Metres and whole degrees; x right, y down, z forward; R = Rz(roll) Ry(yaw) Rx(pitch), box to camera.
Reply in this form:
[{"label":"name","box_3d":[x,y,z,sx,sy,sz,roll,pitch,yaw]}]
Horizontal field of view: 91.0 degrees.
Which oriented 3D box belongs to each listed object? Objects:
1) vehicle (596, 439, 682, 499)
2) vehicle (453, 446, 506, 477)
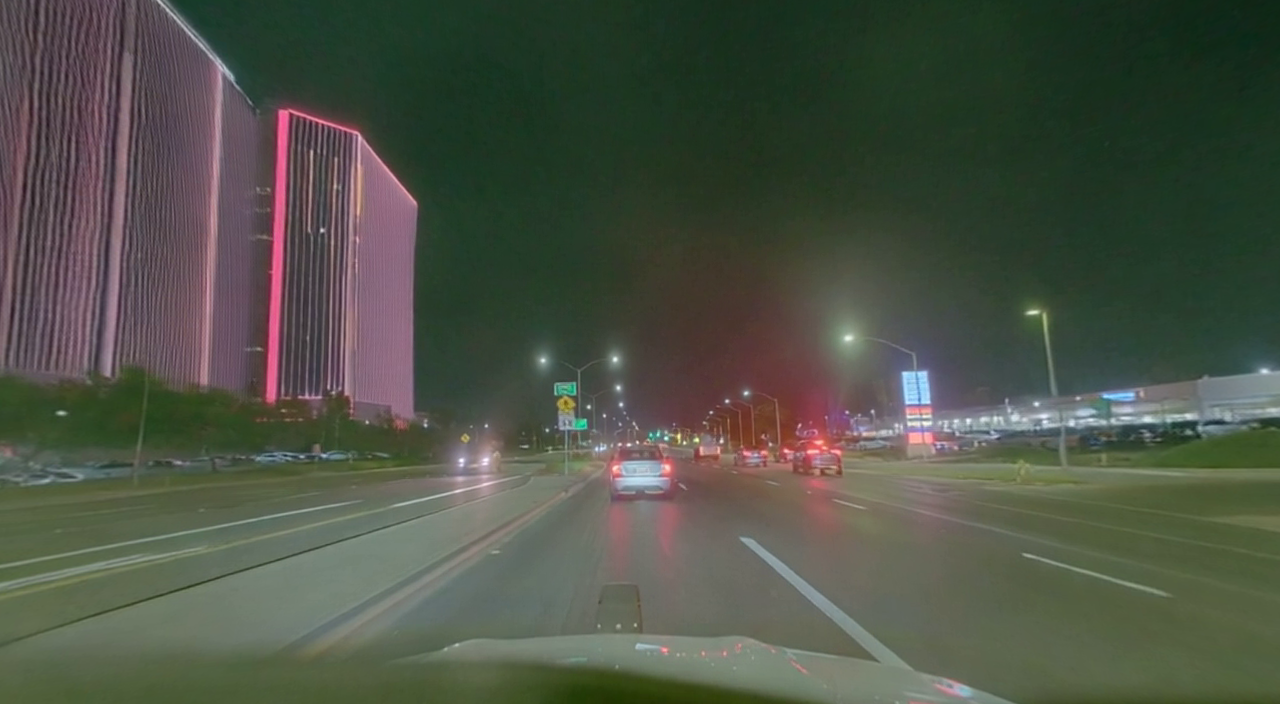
[{"label":"vehicle","box_3d":[-0.063,3.202,17.596,2.126,1.475,3.967,0,-8,-1]},{"label":"vehicle","box_3d":[-9.230,6.313,36.547,1.903,1.476,4.395,-5,-8,-1]}]
